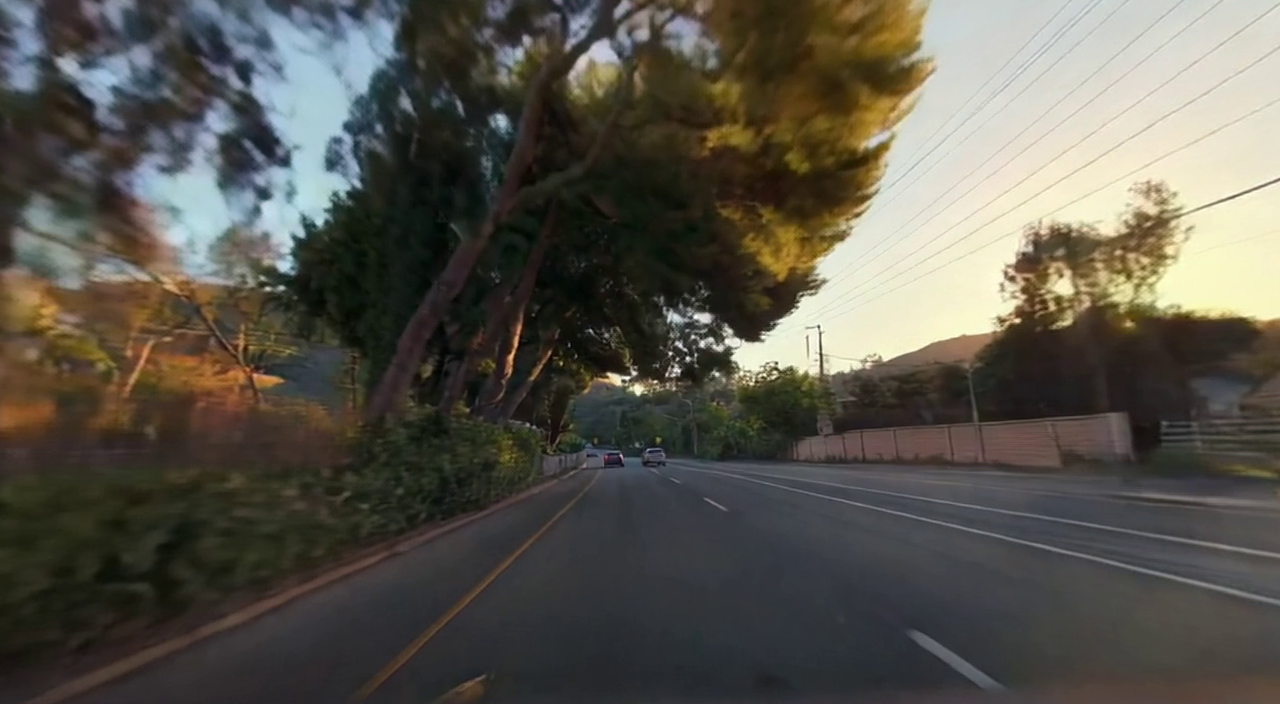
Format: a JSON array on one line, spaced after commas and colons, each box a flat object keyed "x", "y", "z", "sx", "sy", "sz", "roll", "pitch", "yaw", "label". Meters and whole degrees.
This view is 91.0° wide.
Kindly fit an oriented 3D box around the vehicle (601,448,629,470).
[{"x": -2.019, "y": 8.391, "z": 49.505, "sx": 2.005, "sy": 1.633, "sz": 4.044, "roll": 1, "pitch": -9, "yaw": -4, "label": "vehicle"}]
